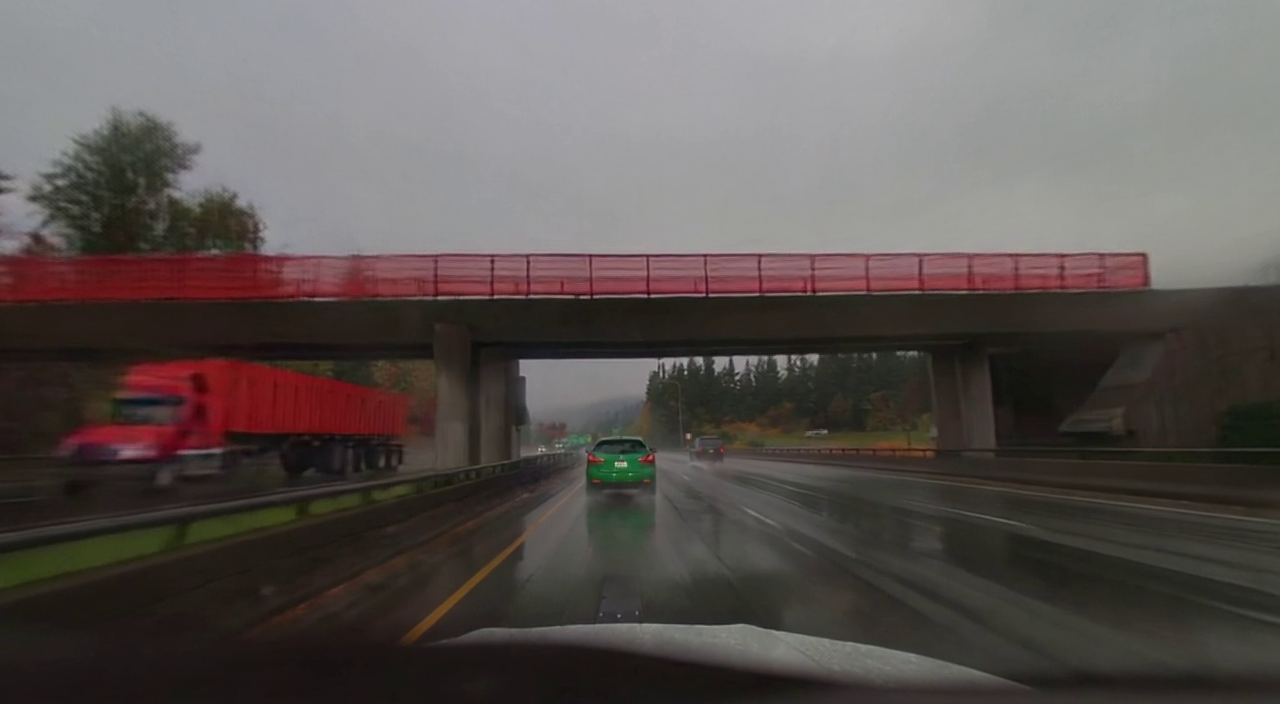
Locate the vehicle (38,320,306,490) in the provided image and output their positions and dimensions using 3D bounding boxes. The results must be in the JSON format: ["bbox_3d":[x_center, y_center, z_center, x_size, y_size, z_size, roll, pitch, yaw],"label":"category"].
[{"bbox_3d":[-13.050,1.703,18.373,3.271,4.196,5.696,0,-9,-1],"label":"vehicle"}]

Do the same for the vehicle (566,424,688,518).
[{"bbox_3d":[-0.257,2.521,13.715,2.259,1.699,4.015,0,-9,0],"label":"vehicle"}]

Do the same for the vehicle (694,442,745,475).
[{"bbox_3d":[3.872,5.242,31.067,1.894,1.487,3.751,0,-9,-2],"label":"vehicle"}]
